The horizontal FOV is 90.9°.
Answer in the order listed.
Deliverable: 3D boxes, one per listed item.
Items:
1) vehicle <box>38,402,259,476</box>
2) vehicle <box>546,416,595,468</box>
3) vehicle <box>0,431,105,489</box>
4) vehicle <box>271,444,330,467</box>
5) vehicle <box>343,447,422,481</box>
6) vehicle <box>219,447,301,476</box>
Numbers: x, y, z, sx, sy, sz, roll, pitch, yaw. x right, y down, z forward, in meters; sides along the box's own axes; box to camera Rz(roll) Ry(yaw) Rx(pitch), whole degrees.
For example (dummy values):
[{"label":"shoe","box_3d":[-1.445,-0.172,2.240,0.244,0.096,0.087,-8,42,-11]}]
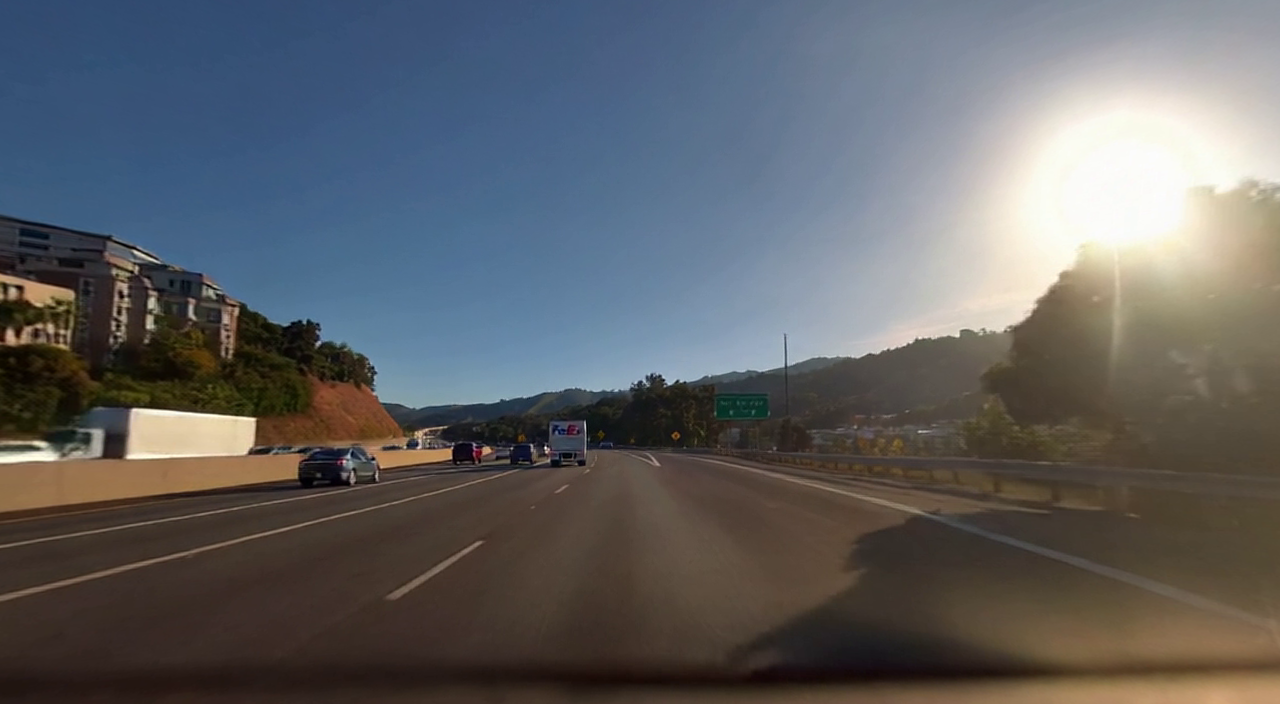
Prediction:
[{"label":"vehicle","box_3d":[-29.620,5.475,39.612,3.034,3.793,14.014,0,-8,-2]},{"label":"vehicle","box_3d":[-4.828,6.390,45.115,2.798,3.212,7.573,3,-8,-2]},{"label":"vehicle","box_3d":[-25.111,4.197,24.903,2.564,2.117,6.007,2,-8,1]},{"label":"vehicle","box_3d":[-25.580,7.801,47.744,1.904,1.575,4.743,0,-8,-2]},{"label":"vehicle","box_3d":[-11.841,5.150,29.340,1.879,1.431,4.425,0,-8,-1]},{"label":"vehicle","box_3d":[-21.167,6.067,35.337,1.886,1.464,4.370,0,-8,-1]}]
